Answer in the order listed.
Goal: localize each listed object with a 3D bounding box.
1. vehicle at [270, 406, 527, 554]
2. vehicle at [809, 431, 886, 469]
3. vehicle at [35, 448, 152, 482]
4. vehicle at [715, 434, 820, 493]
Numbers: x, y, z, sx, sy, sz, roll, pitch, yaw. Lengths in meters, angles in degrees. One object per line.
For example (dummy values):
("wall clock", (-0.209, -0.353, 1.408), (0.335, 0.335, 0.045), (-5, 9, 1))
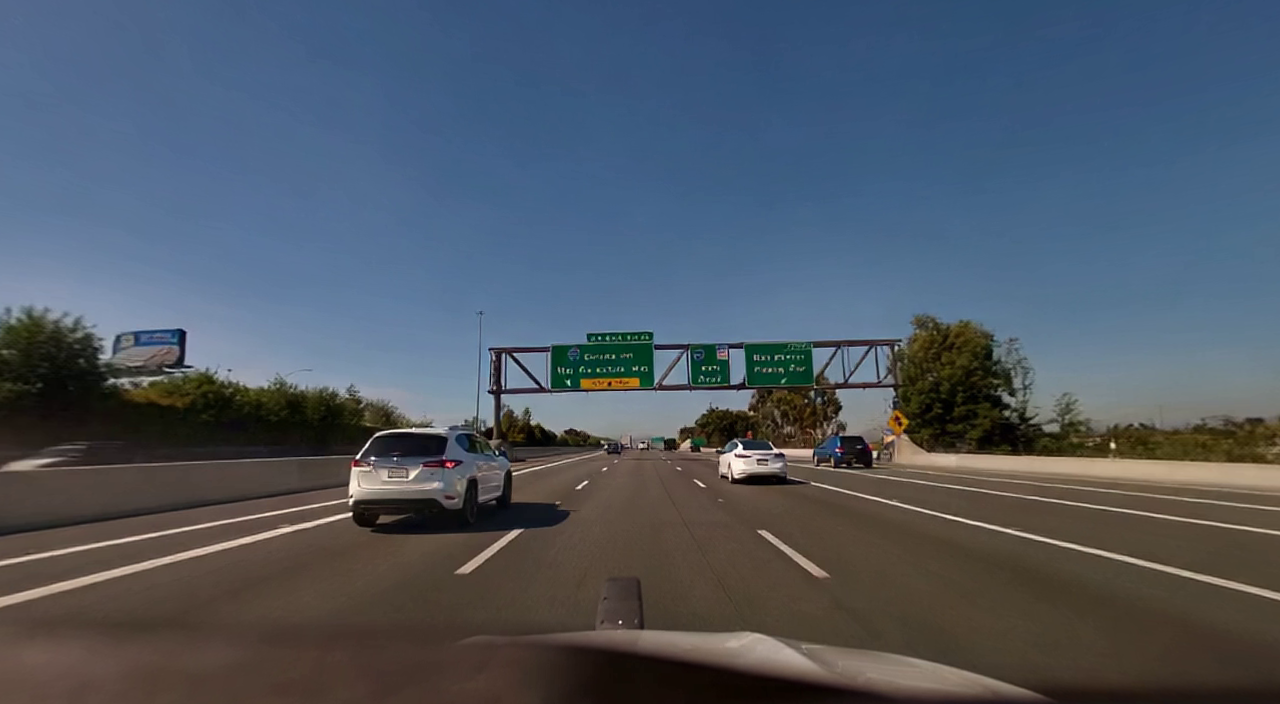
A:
("vehicle", (-3.281, 1.858, 9.833), (2.193, 1.746, 4.512), (0, -8, 0))
("vehicle", (11.175, 5.326, 34.524), (2.223, 1.865, 5.704), (0, -8, -1))
("vehicle", (-26.675, 5.494, 31.023), (1.831, 1.479, 4.309), (0, -8, 1))
("vehicle", (3.700, 3.341, 19.292), (2.107, 1.550, 4.949), (0, -8, -1))
